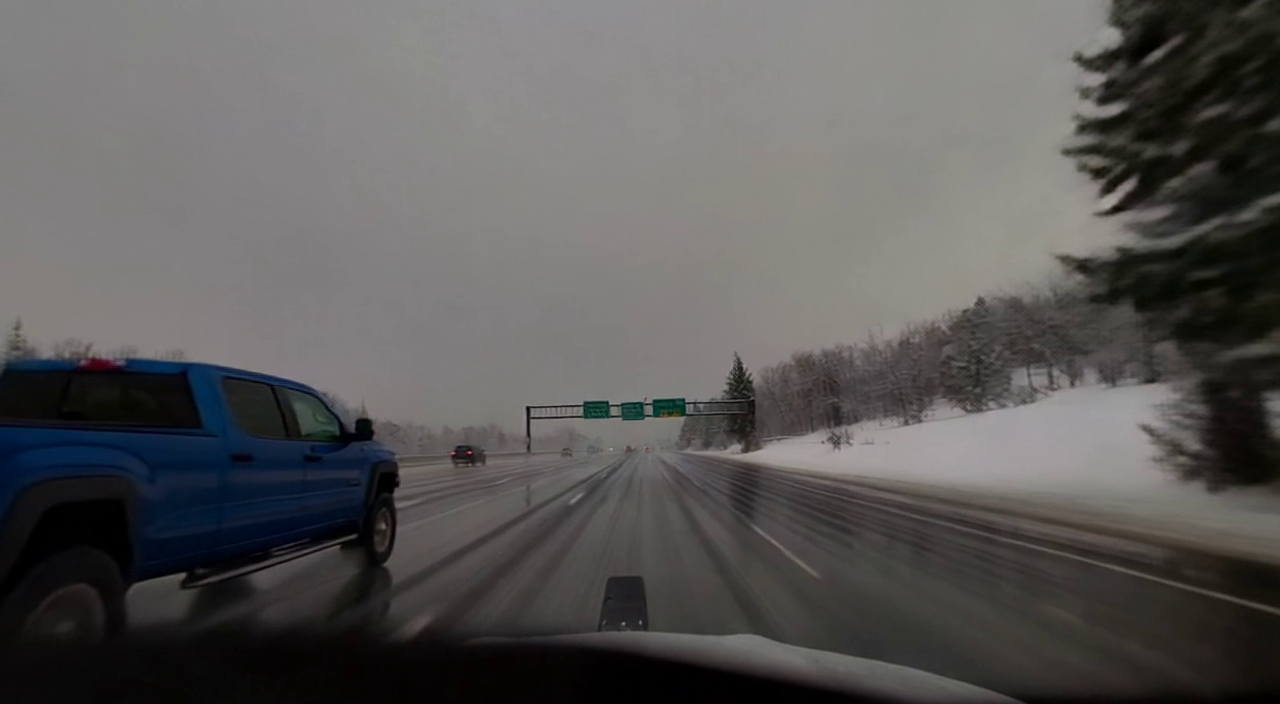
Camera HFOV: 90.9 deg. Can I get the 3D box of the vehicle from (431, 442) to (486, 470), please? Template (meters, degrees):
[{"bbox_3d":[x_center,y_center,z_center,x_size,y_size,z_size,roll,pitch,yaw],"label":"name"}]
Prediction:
[{"bbox_3d":[-10.860,6.266,38.119,1.957,1.565,4.311,0,-8,1],"label":"vehicle"}]

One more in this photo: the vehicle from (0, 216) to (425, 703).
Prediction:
[{"bbox_3d":[-3.606,0.722,3.455,2.601,2.084,6.068,0,-8,1],"label":"vehicle"}]
